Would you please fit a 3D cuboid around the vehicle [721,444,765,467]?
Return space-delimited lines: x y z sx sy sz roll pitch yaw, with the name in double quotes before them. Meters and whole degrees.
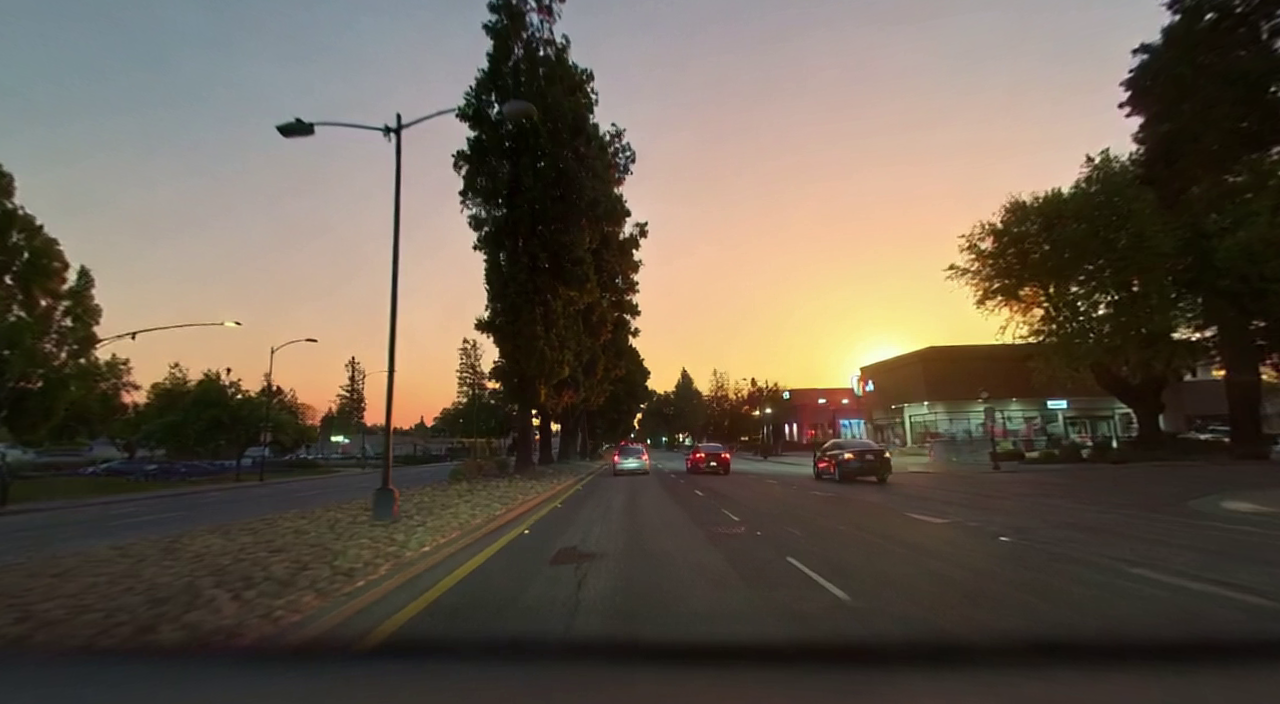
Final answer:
"vehicle" 6.580 6.635 40.648 2.068 1.393 3.874 0 -8 -1

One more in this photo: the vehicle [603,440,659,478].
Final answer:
"vehicle" -0.421 4.610 27.476 2.242 1.474 4.127 0 -8 -1

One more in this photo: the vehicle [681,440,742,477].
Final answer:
"vehicle" 3.121 4.776 28.642 2.057 1.491 4.675 0 -8 -2
